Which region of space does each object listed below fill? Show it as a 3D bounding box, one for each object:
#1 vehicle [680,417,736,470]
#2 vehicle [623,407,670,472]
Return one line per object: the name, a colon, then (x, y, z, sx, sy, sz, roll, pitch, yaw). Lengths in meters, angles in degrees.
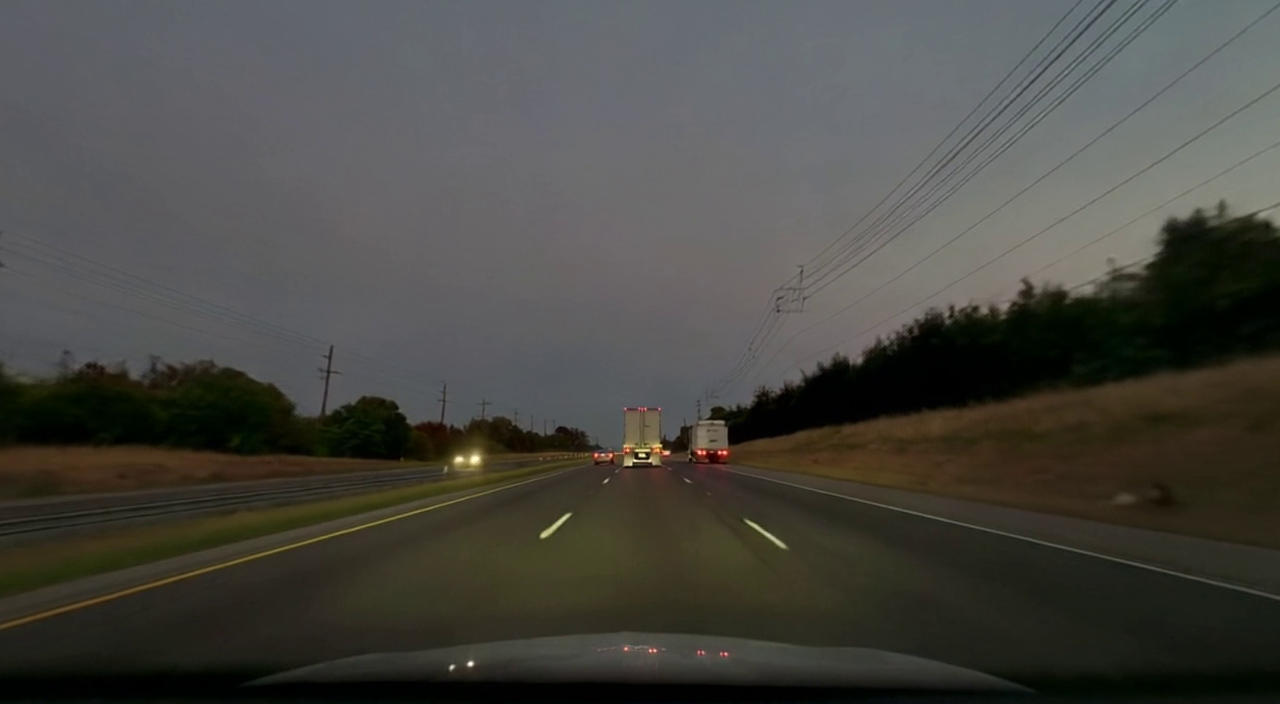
vehicle: (4.605, 6.513, 44.519, 2.938, 3.378, 8.820, 0, -9, 0)
vehicle: (0.389, 6.632, 46.895, 2.997, 4.076, 13.224, 0, -9, 0)
